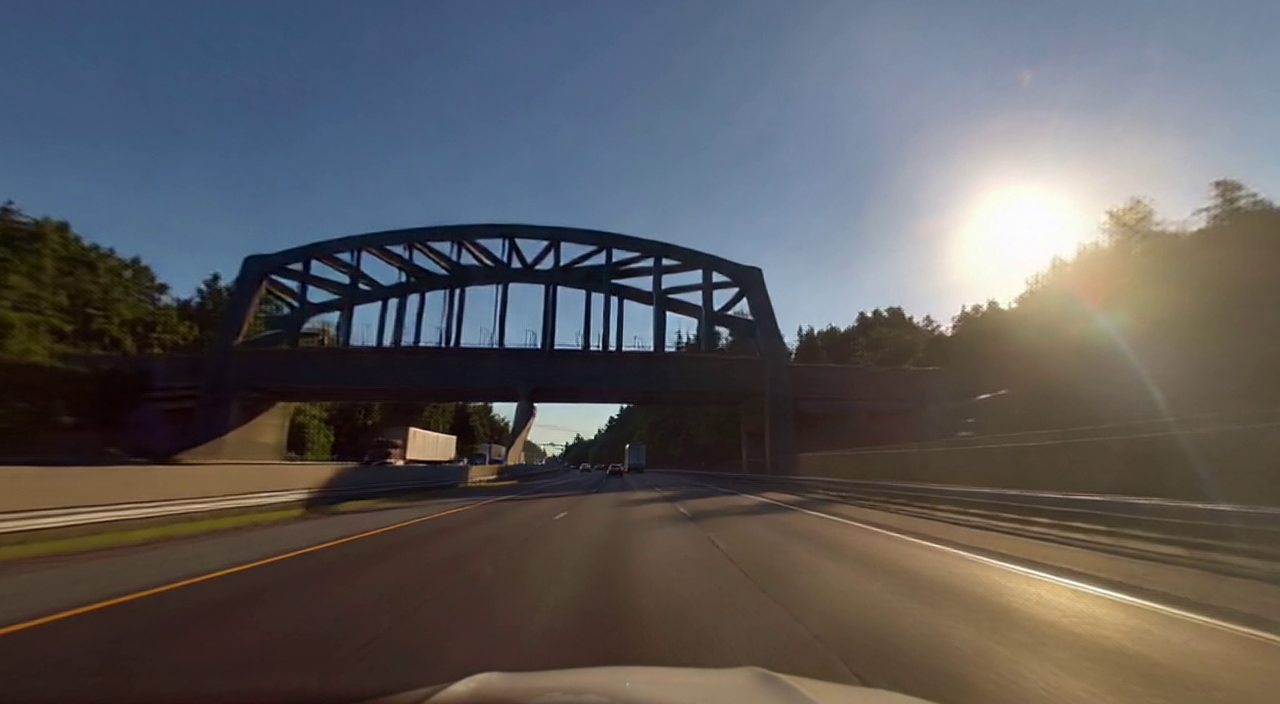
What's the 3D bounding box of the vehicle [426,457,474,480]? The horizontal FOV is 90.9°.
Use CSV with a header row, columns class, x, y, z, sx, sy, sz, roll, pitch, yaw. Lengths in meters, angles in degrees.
class,x,y,z,sx,sy,sz,roll,pitch,yaw
vehicle,-13.401,8.239,44.685,1.965,1.509,4.731,1,-10,-1
